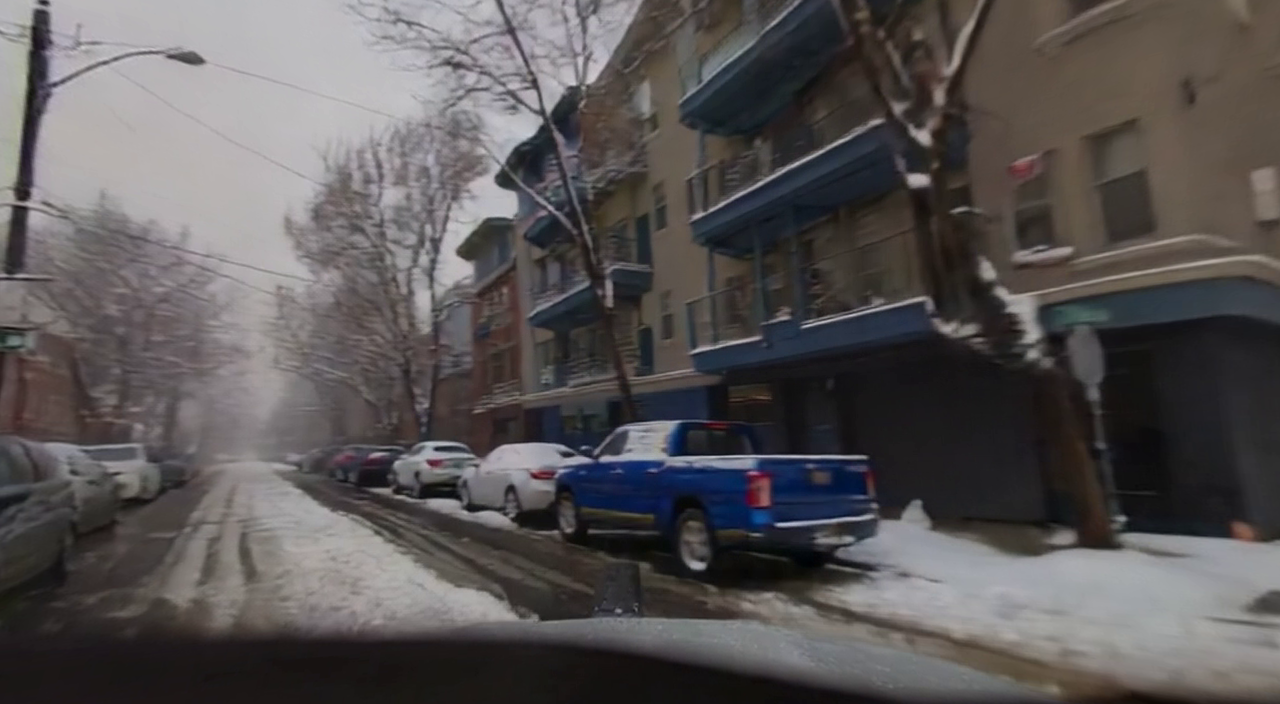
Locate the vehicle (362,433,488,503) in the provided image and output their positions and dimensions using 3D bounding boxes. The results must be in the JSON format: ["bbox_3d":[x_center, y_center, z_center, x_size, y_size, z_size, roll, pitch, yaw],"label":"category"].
[{"bbox_3d":[-5.965,3.028,17.122,1.968,1.595,4.543,5,-9,-35],"label":"vehicle"}]

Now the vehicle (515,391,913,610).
[{"bbox_3d":[0.394,1.447,7.297,2.025,1.631,4.679,5,-9,-32],"label":"vehicle"}]
